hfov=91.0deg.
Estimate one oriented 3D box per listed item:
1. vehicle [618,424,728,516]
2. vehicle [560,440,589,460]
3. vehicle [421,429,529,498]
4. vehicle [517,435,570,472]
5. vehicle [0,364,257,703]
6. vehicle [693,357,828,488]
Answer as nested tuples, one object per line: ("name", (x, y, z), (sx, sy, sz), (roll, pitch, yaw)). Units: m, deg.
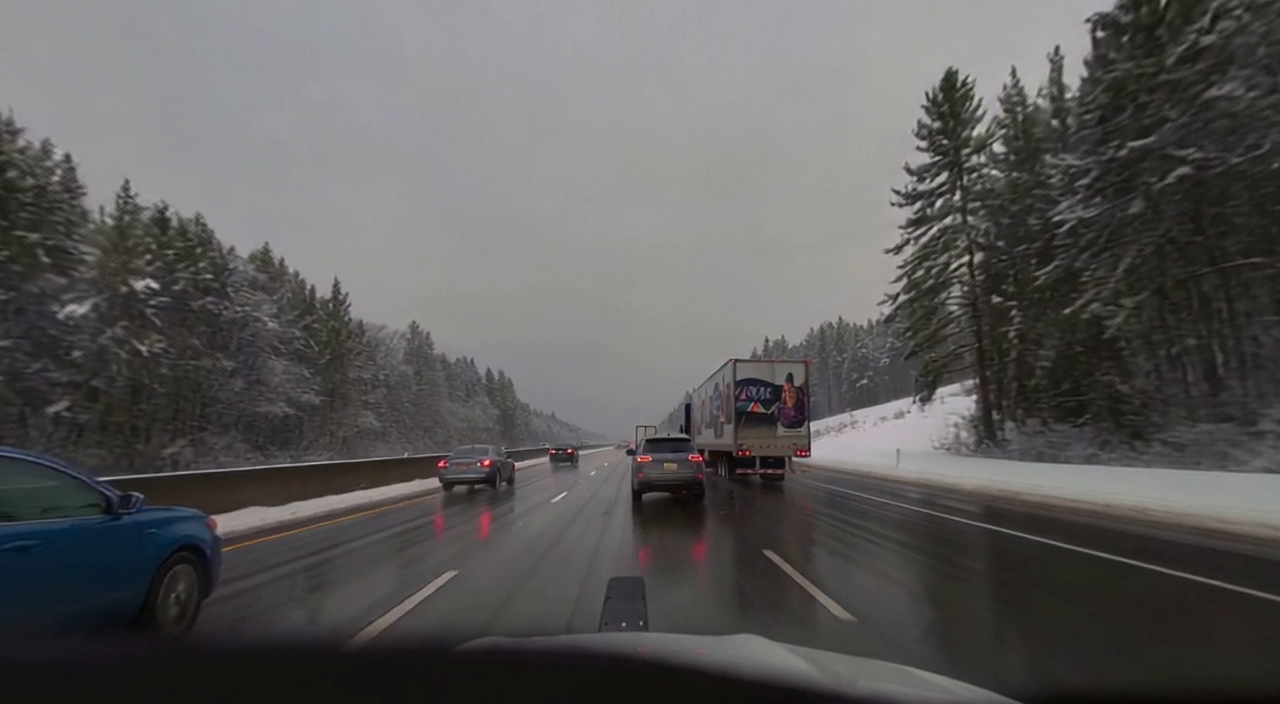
("vehicle", (0.597, 2.418, 13.376), (2.017, 1.662, 3.543), (0, -8, 0))
("vehicle", (-5.119, 7.696, 49.633), (1.950, 1.535, 4.237), (0, -8, -1))
("vehicle", (-4.315, 2.968, 17.115), (1.905, 1.642, 3.803), (0, -8, 0))
("vehicle", (-4.708, 5.012, 31.279), (2.014, 1.683, 4.275), (0, -8, 0))
("vehicle", (-4.059, 0.859, 2.732), (1.983, 1.666, 4.452), (0, -8, 0))
("vehicle", (4.343, 3.203, 26.821), (2.828, 4.081, 14.220), (0, -8, -1))
